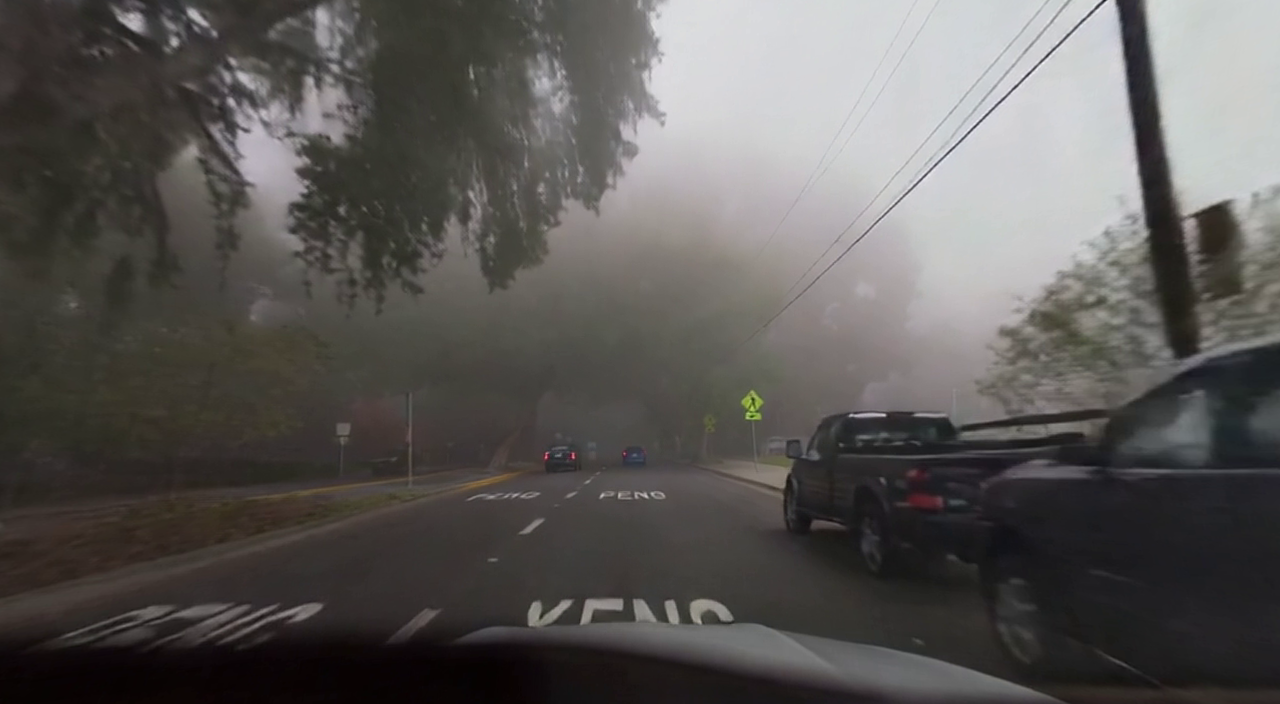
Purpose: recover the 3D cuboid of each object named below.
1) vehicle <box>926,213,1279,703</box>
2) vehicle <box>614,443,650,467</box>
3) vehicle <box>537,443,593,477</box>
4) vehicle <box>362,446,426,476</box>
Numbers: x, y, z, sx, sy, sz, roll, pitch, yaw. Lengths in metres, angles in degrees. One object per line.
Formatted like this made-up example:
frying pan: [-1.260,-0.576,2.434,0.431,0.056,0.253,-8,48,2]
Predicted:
vehicle: [3.036,0.519,1.543,2.072,2.017,5.590,0,-9,1]
vehicle: [-0.497,6.666,40.798,2.187,1.478,4.138,0,-9,-1]
vehicle: [-3.472,5.093,29.921,2.083,1.460,4.527,0,-9,0]
vehicle: [-15.768,6.995,40.626,2.074,1.769,4.704,0,-9,2]
